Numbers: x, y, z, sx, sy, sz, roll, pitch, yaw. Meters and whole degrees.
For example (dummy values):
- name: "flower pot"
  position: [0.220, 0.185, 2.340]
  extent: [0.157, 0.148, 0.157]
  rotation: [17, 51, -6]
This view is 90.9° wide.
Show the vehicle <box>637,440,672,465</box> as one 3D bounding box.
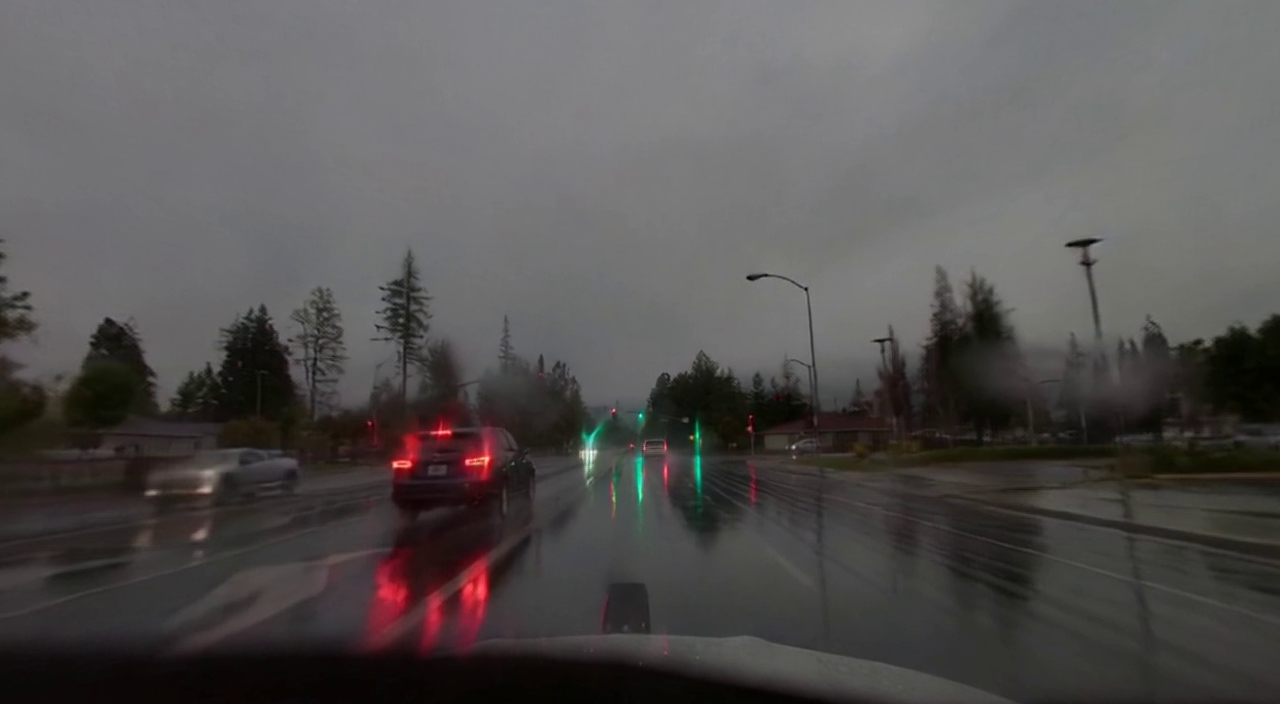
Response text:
- name: "vehicle"
  position: [1.032, 7.629, 48.007]
  extent: [2.437, 1.737, 4.420]
  rotation: [0, -9, -2]

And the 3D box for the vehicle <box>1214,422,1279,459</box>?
- name: "vehicle"
  position: [33.005, 4.545, 32.577]
  extent: [2.003, 1.734, 4.821]
  rotation: [-4, -8, 0]

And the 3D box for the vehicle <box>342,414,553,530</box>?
- name: "vehicle"
  position: [-3.425, 2.313, 12.733]
  extent: [2.459, 1.825, 5.380]
  rotation: [0, -9, 1]

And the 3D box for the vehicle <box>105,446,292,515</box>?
- name: "vehicle"
  position: [-11.829, 3.414, 17.358]
  extent: [1.914, 1.632, 4.377]
  rotation: [0, -9, 0]
